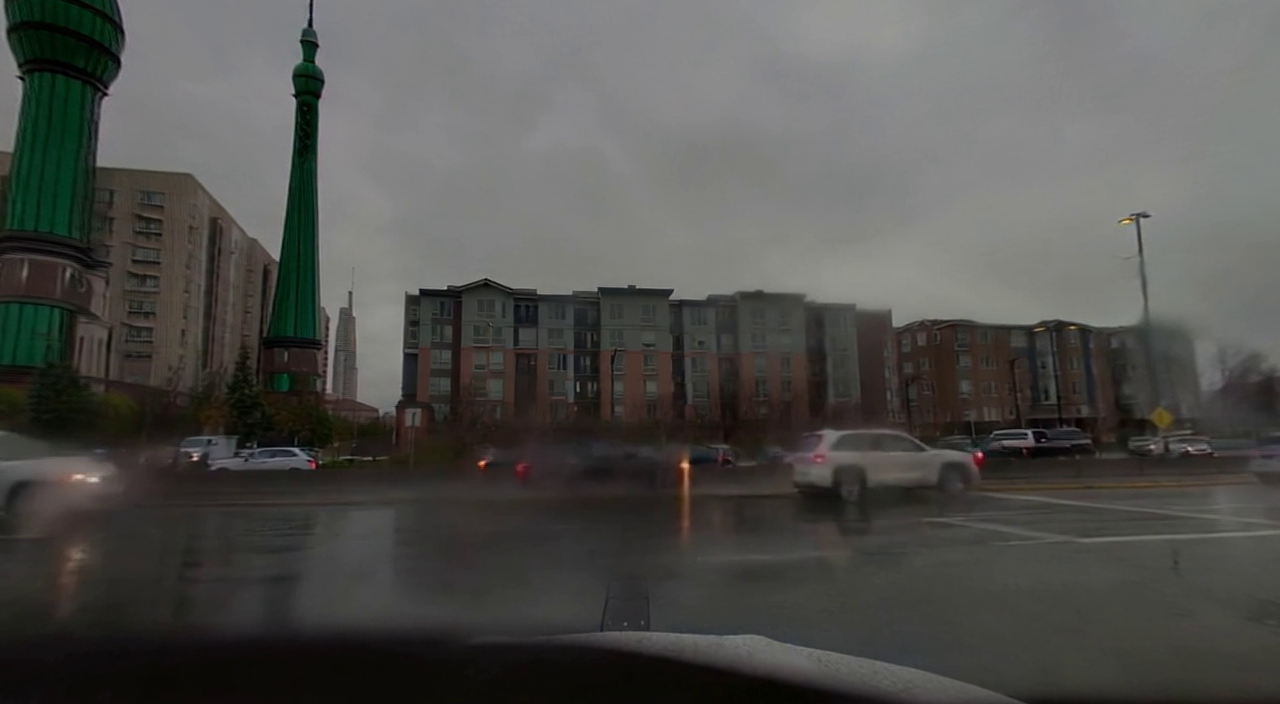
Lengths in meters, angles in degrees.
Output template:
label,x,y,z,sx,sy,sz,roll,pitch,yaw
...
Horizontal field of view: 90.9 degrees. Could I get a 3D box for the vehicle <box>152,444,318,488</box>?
label,x,y,z,sx,sy,sz,roll,pitch,yaw
vehicle,-14.307,4.047,22.517,4.513,1.451,1.853,1,-9,-8

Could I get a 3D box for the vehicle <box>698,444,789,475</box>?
label,x,y,z,sx,sy,sz,roll,pitch,yaw
vehicle,6.294,6.548,38.622,5.127,1.803,2.011,1,-9,-10

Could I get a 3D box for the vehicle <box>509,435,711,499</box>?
label,x,y,z,sx,sy,sz,roll,pitch,yaw
vehicle,-0.788,2.854,15.898,4.795,1.465,1.882,1,-8,-9

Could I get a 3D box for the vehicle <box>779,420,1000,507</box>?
label,x,y,z,sx,sy,sz,roll,pitch,yaw
vehicle,5.317,2.384,13.716,4.011,1.697,1.857,1,-9,-10
